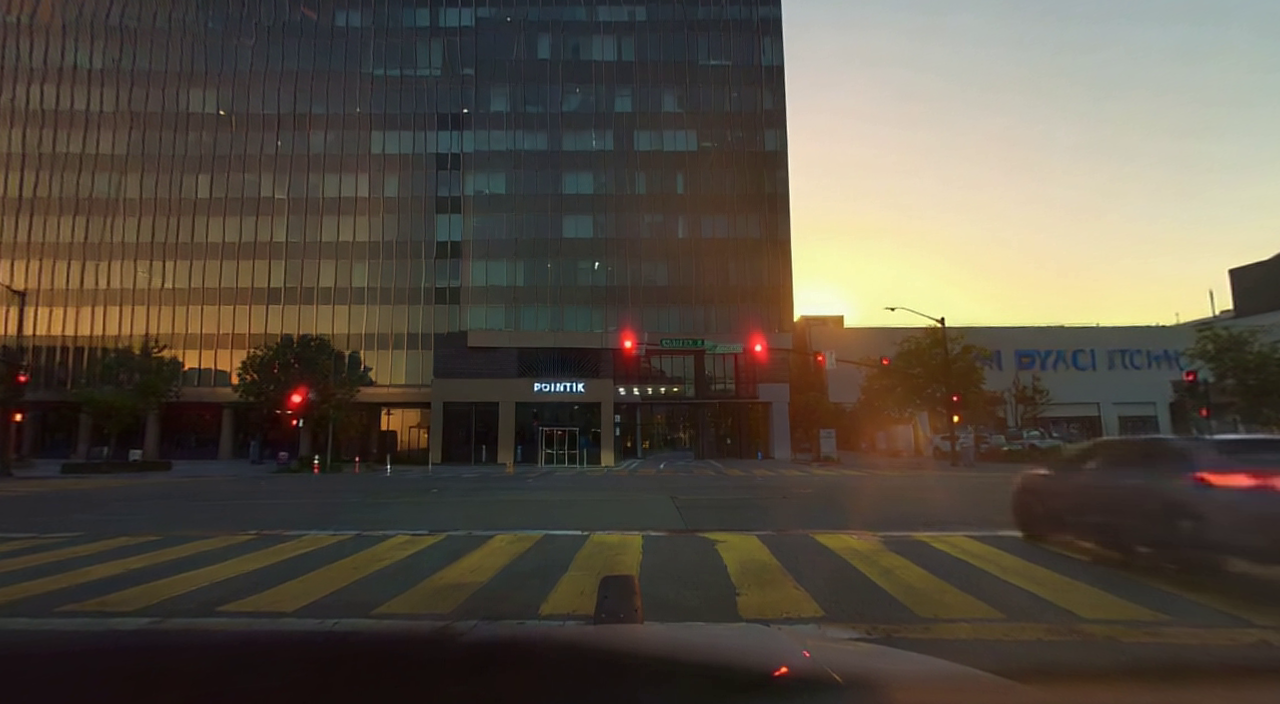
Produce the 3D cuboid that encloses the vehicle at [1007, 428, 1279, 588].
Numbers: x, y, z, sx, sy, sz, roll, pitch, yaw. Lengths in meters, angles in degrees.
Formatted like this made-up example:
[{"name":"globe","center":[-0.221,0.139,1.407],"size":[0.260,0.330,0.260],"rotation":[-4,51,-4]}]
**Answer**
[{"name":"vehicle","center":[6.877,1.719,7.720],"size":[1.988,1.466,4.529],"rotation":[0,-8,-1]}]
